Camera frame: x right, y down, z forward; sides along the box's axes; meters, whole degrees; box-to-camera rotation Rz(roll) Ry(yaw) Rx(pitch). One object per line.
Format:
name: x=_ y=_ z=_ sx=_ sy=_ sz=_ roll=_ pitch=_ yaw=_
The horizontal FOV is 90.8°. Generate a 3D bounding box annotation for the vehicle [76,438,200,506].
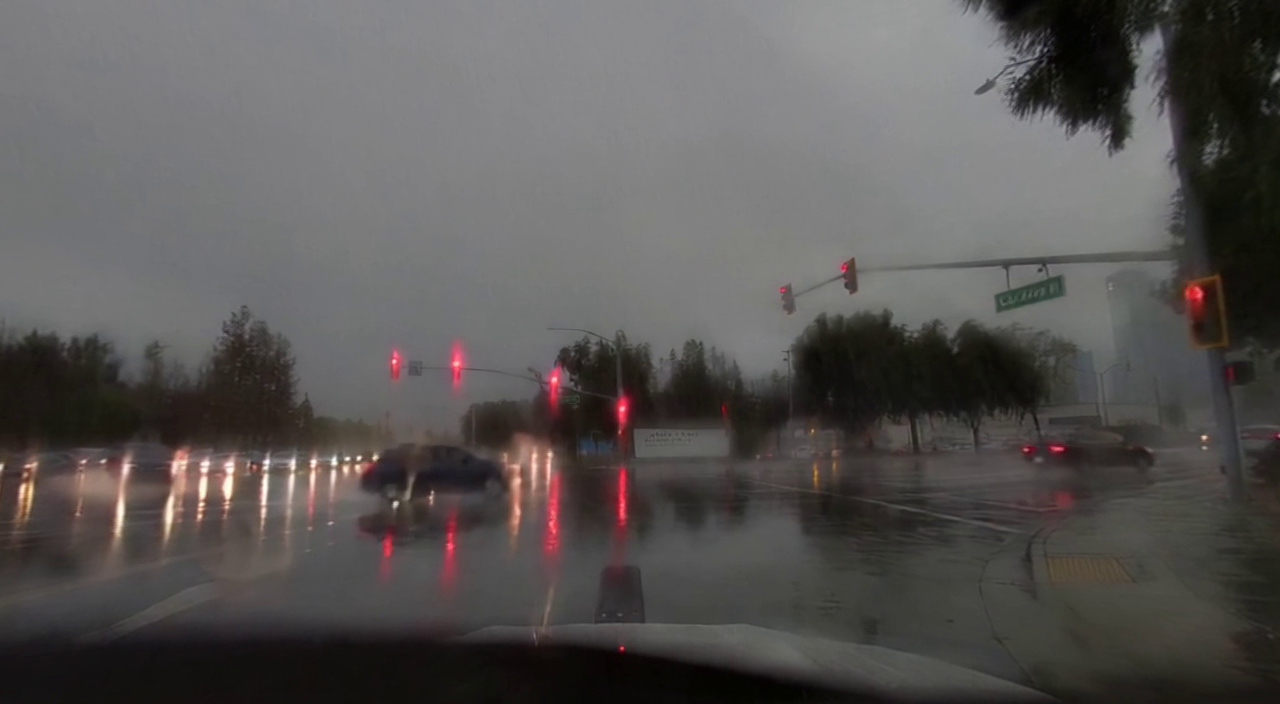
vehicle: x=-16.771 y=3.954 z=21.504 sx=2.358 sy=1.937 sz=5.896 roll=5 pitch=-10 yaw=-30

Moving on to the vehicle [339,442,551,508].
vehicle: x=-4.813 y=3.023 z=15.814 sx=4.728 sy=1.471 sz=1.957 roll=-3 pitch=-9 yaw=15

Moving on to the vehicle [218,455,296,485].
vehicle: x=-20.724 y=6.378 z=34.425 sx=1.999 sy=1.468 sz=4.702 roll=1 pitch=-9 yaw=-10

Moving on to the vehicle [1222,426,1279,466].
vehicle: x=29.933 y=4.459 z=30.039 sx=4.619 sy=1.759 sz=2.101 roll=5 pitch=-10 yaw=-34

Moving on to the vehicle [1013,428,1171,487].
vehicle: x=13.767 y=3.177 z=19.234 sx=4.281 sy=1.621 sz=1.903 roll=4 pitch=-9 yaw=-25

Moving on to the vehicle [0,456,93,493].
vehicle: x=-31.196 y=6.263 z=32.629 sx=2.142 sy=1.723 sz=4.692 roll=1 pitch=-9 yaw=-9
